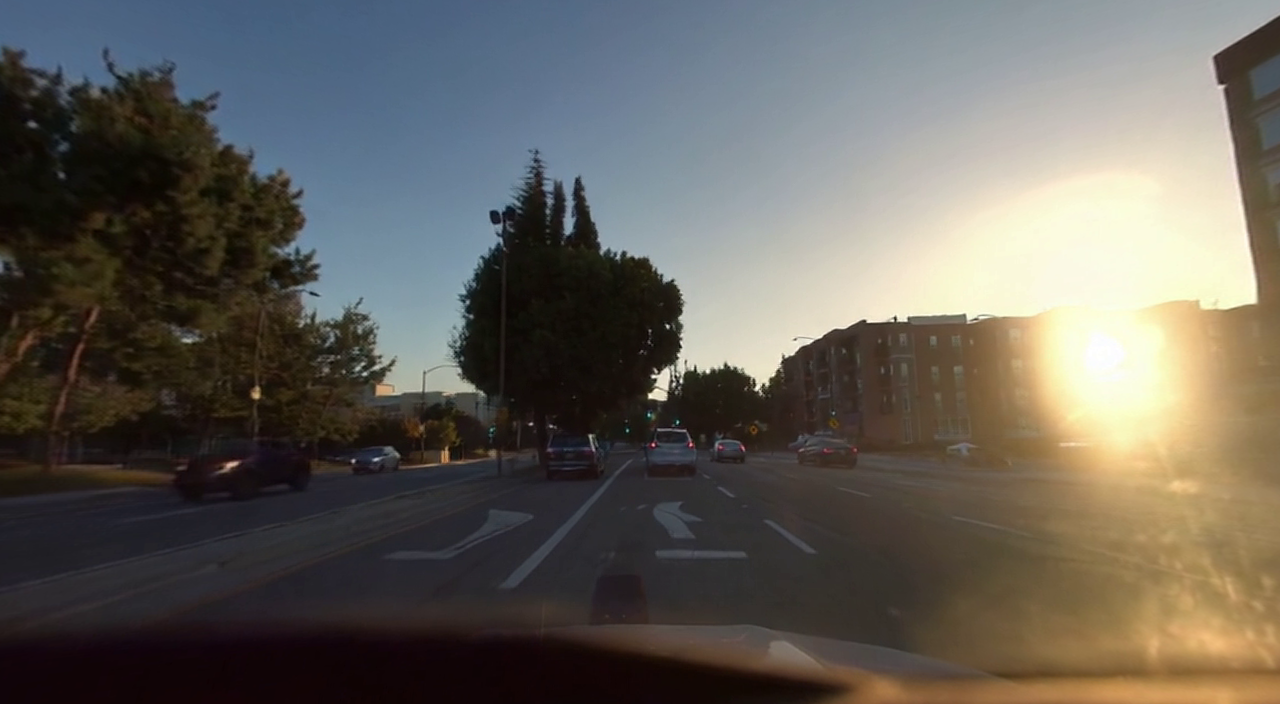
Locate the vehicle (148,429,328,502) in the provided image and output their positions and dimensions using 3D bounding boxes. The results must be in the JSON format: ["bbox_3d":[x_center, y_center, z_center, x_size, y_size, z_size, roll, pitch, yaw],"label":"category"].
[{"bbox_3d":[-11.102,3.145,17.948,2.098,1.760,4.654,0,-8,-1],"label":"vehicle"}]

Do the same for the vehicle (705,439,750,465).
[{"bbox_3d":[5.307,6.121,38.783,2.075,1.486,4.316,0,-8,0],"label":"vehicle"}]

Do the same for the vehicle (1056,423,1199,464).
[{"bbox_3d":[23.824,4.520,31.013,5.050,1.756,2.206,-2,-9,2],"label":"vehicle"}]

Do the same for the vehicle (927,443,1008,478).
[{"bbox_3d":[14.855,4.907,28.855,1.706,1.474,3.761,0,-8,1],"label":"vehicle"}]

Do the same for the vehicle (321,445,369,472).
[{"bbox_3d":[-17.984,6.423,38.321,1.993,1.462,4.586,5,-10,-32],"label":"vehicle"}]

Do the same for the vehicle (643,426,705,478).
[{"bbox_3d":[1.233,3.899,24.753,2.222,1.841,4.031,0,-8,0],"label":"vehicle"}]

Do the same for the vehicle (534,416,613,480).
[{"bbox_3d":[-2.364,3.637,23.984,2.396,2.143,4.824,0,-8,1],"label":"vehicle"}]
